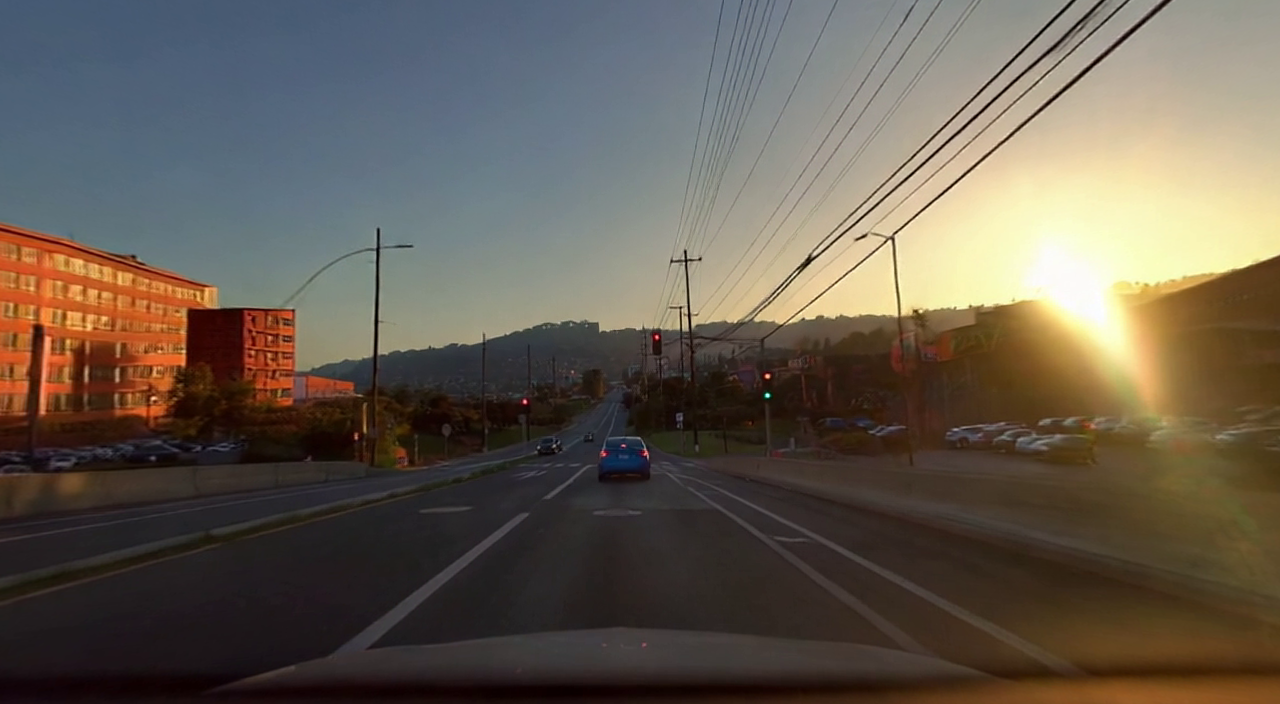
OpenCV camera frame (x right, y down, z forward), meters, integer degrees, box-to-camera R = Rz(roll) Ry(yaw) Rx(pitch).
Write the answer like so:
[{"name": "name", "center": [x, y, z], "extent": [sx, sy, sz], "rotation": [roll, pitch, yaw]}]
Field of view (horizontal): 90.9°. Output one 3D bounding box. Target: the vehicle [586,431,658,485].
[{"name": "vehicle", "center": [-0.568, 3.390, 20.500], "extent": [2.123, 1.566, 3.662], "rotation": [0, -8, -1]}]
